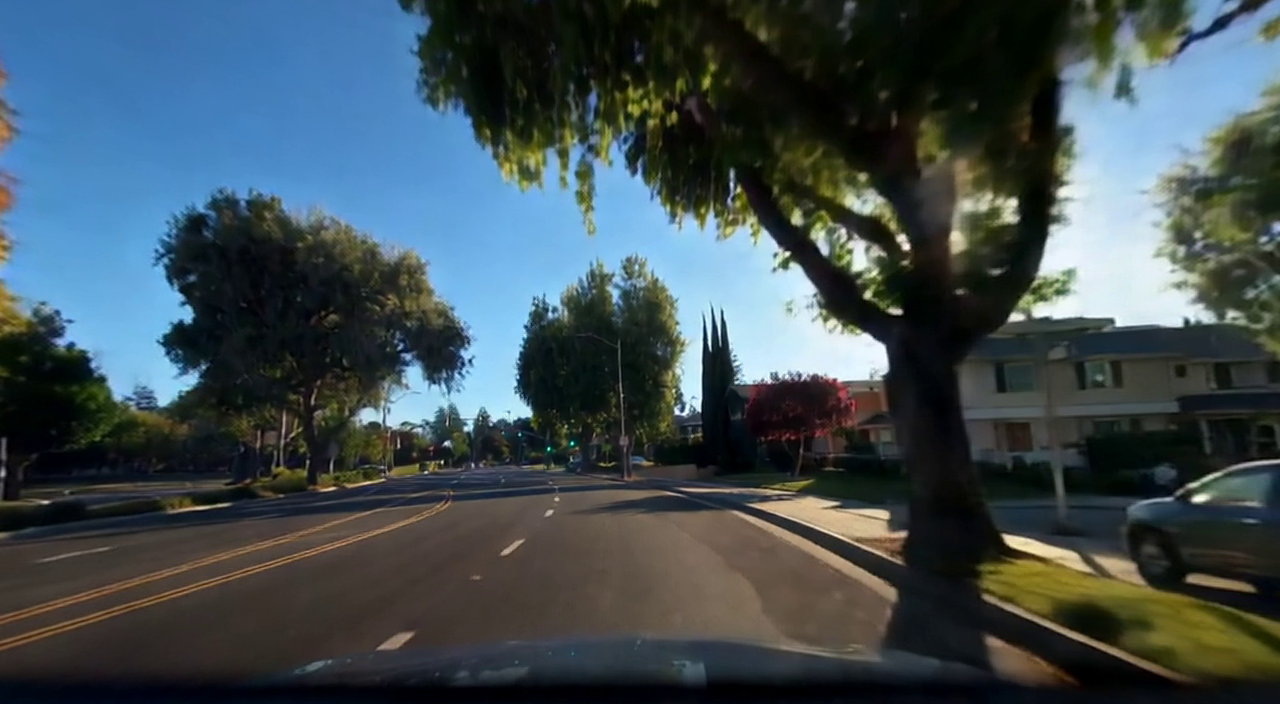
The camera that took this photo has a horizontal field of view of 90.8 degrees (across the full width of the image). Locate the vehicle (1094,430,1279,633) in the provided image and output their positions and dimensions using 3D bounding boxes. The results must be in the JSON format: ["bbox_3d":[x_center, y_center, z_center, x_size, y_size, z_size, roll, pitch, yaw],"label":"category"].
[{"bbox_3d":[7.820,1.845,6.696,2.456,2.057,5.270,-3,-9,7],"label":"vehicle"}]
